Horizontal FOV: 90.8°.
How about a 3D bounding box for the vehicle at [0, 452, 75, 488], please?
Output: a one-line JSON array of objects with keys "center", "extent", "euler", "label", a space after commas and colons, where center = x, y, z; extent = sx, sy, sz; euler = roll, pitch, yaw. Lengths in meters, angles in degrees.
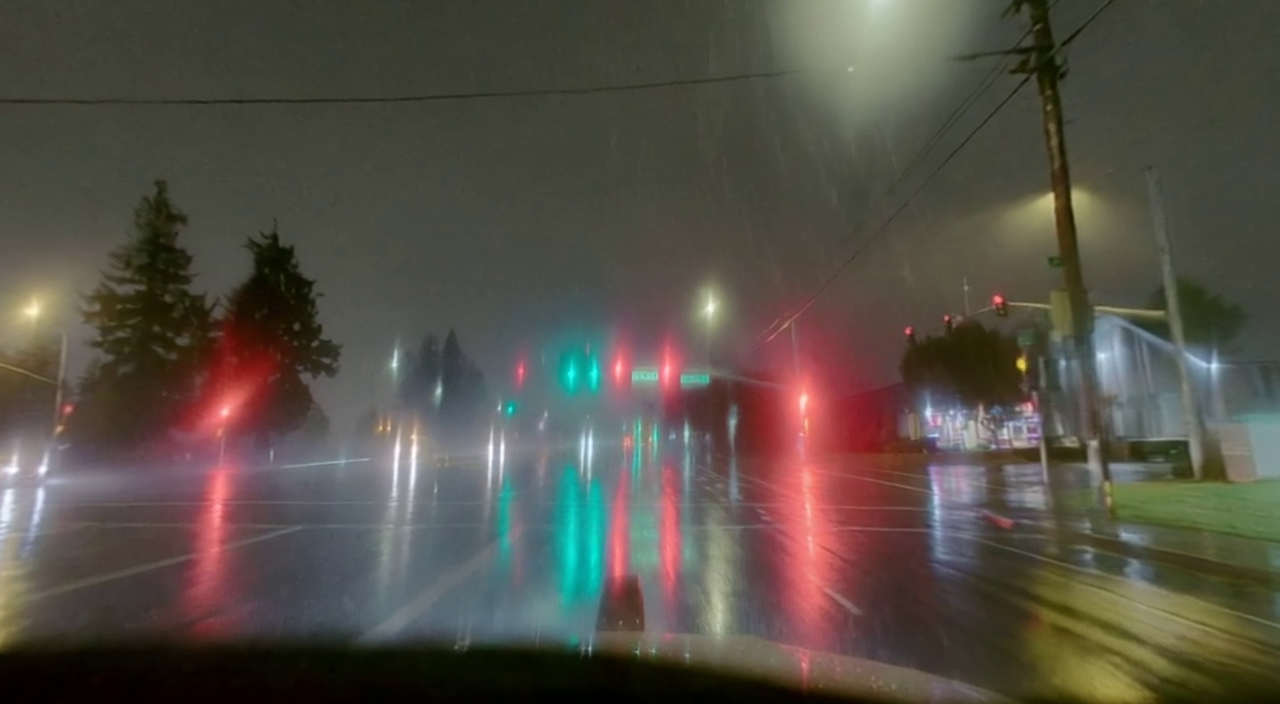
[{"center": [-27.772, 5.108, 27.496], "extent": [4.500, 1.465, 1.936], "euler": [0, -8, 1], "label": "vehicle"}]
